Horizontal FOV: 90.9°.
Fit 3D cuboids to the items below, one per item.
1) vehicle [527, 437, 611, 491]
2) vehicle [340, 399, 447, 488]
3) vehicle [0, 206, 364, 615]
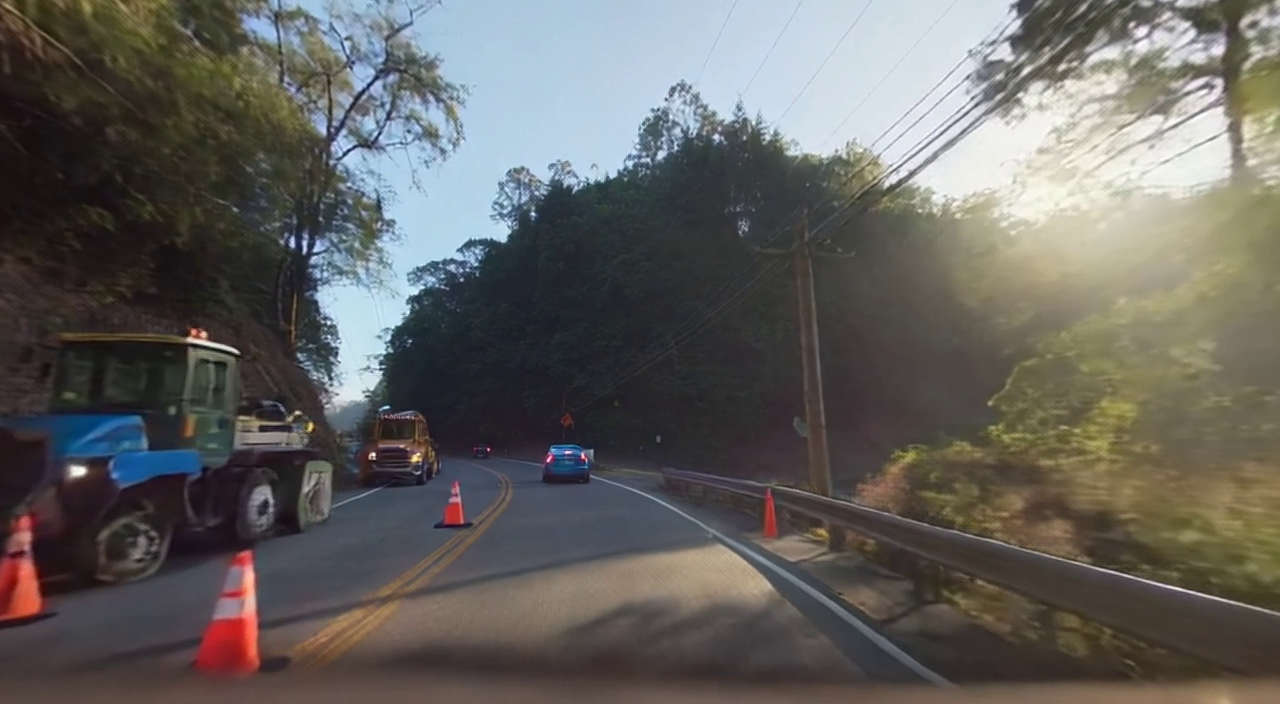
[{"bbox_3d":[-2.361,3.478,20.007,2.259,1.503,4.075,2,-9,-12],"label":"vehicle"},{"bbox_3d":[-7.855,2.983,20.601,2.257,2.597,4.069,1,-9,-8],"label":"vehicle"},{"bbox_3d":[-5.630,0.748,7.387,2.364,3.191,4.942,0,-8,1],"label":"vehicle"}]
